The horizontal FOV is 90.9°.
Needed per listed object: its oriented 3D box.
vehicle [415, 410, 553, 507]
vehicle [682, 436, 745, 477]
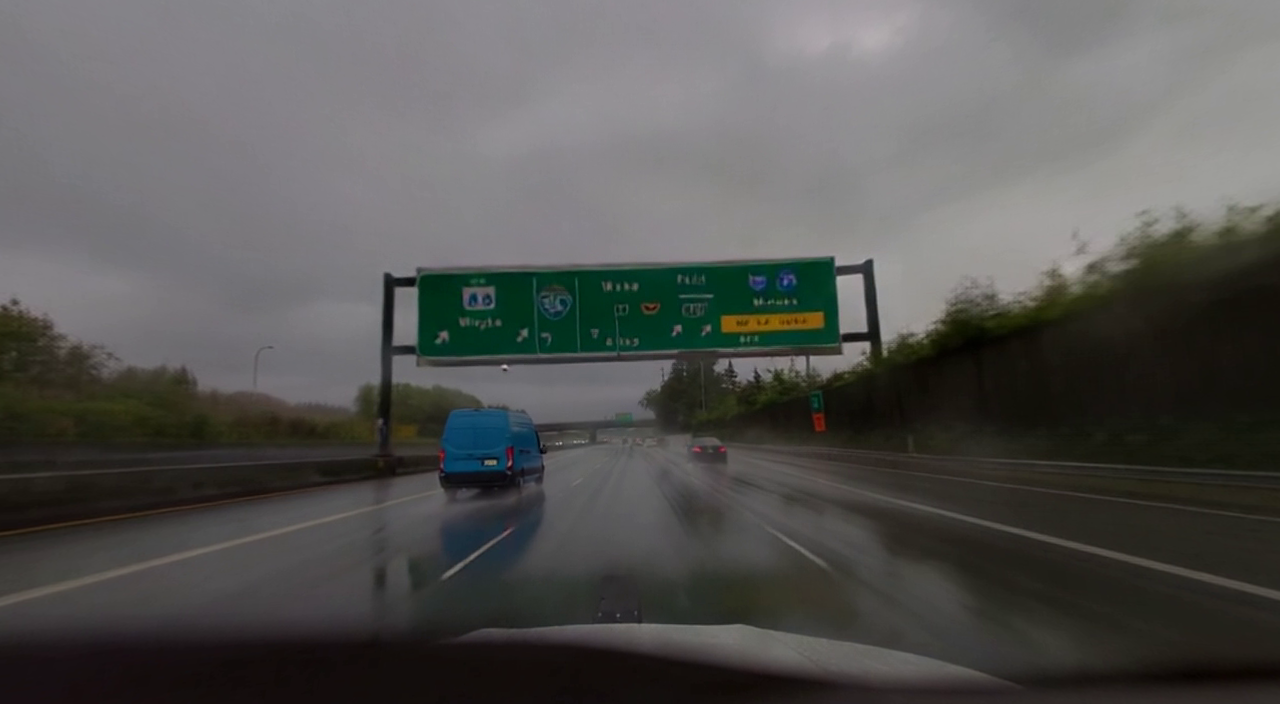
[{"bbox_3d":[-3.660,2.600,15.986,2.275,2.053,5.082,0,-8,-1],"label":"vehicle"},{"bbox_3d":[2.839,4.109,25.185,2.020,1.464,3.803,0,-8,-1],"label":"vehicle"}]
